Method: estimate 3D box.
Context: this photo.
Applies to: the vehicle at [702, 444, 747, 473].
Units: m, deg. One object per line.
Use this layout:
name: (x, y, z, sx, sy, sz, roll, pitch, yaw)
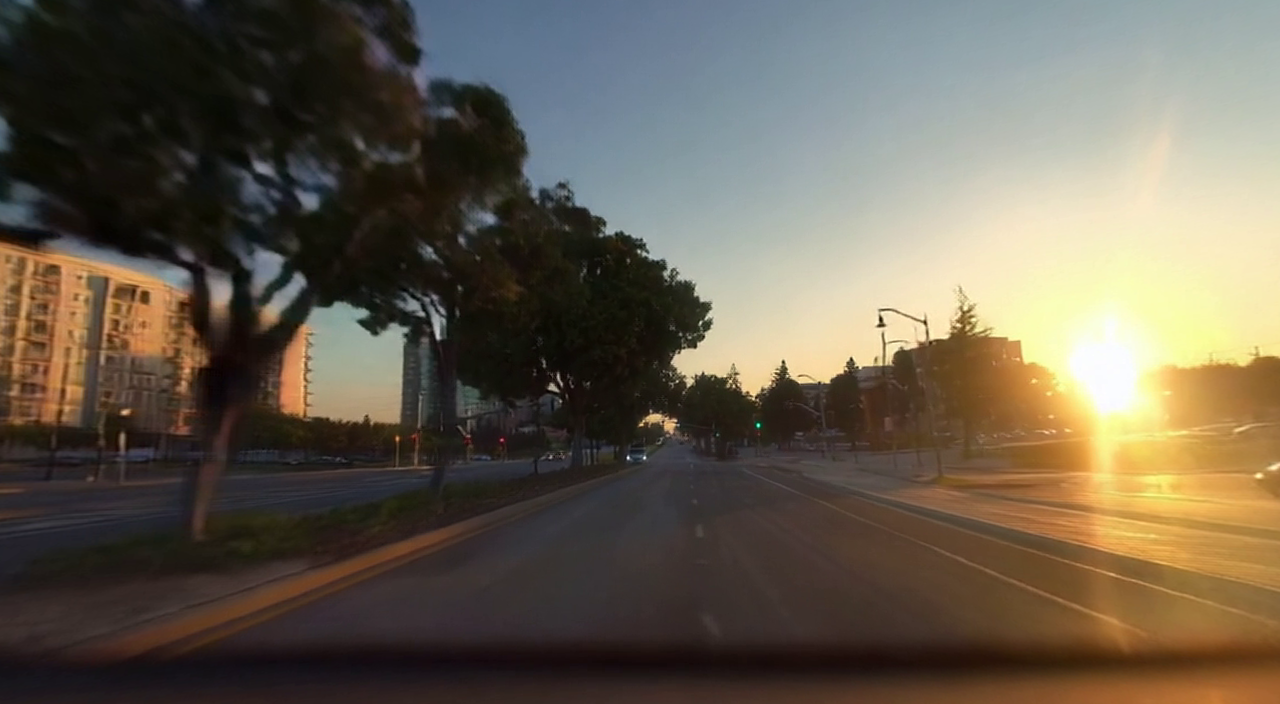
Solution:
vehicle: (4.694, 5.989, 35.747, 2.133, 1.481, 4.276, -1, -9, 3)
